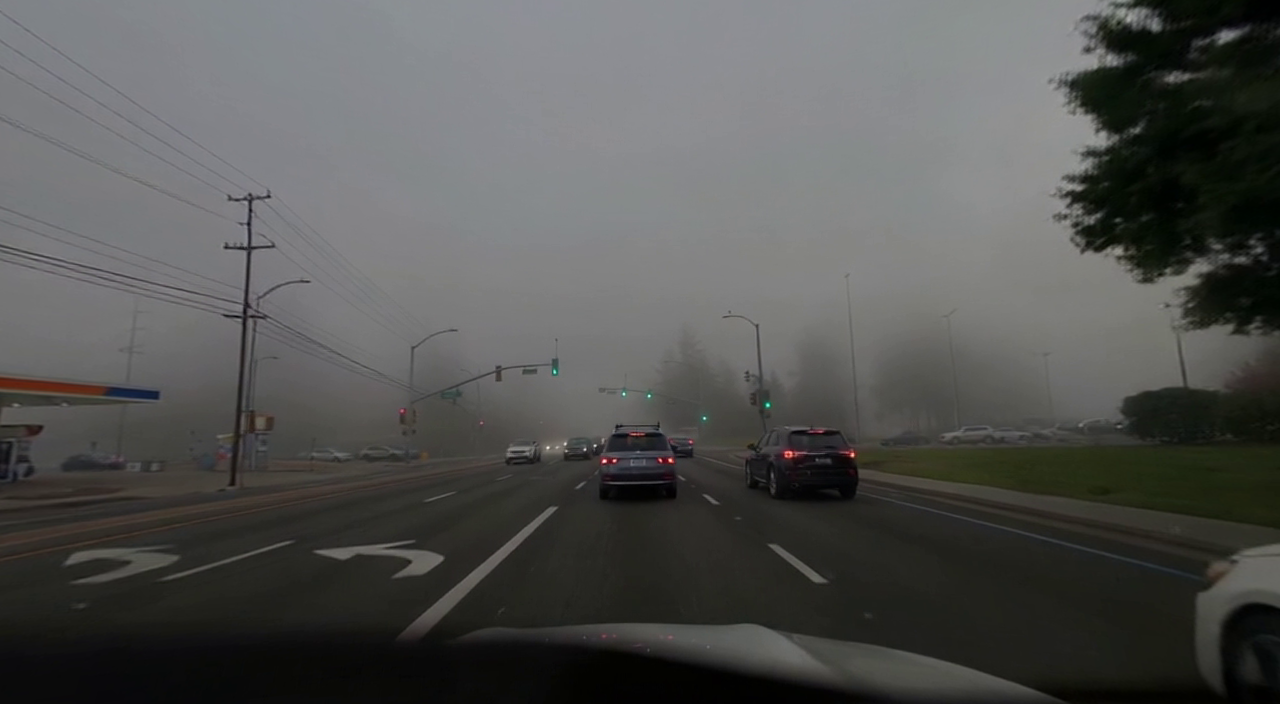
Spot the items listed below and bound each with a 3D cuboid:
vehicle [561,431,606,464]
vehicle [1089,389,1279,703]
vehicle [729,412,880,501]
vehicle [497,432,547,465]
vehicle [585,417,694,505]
[{"bbox_3d":[-3.163,5.489,36.353,2.155,1.745,4.248,0,-8,0],"label":"vehicle"},{"bbox_3d":[3.338,0.691,1.059,1.904,1.472,4.358,0,-8,-1],"label":"vehicle"},{"bbox_3d":[3.695,2.492,15.386,2.116,1.791,5.006,0,-8,-3],"label":"vehicle"},{"bbox_3d":[-6.573,5.430,35.718,1.994,1.695,4.471,0,-8,0],"label":"vehicle"},{"bbox_3d":[-0.092,2.446,14.505,2.164,1.718,3.881,0,-8,-2],"label":"vehicle"}]
